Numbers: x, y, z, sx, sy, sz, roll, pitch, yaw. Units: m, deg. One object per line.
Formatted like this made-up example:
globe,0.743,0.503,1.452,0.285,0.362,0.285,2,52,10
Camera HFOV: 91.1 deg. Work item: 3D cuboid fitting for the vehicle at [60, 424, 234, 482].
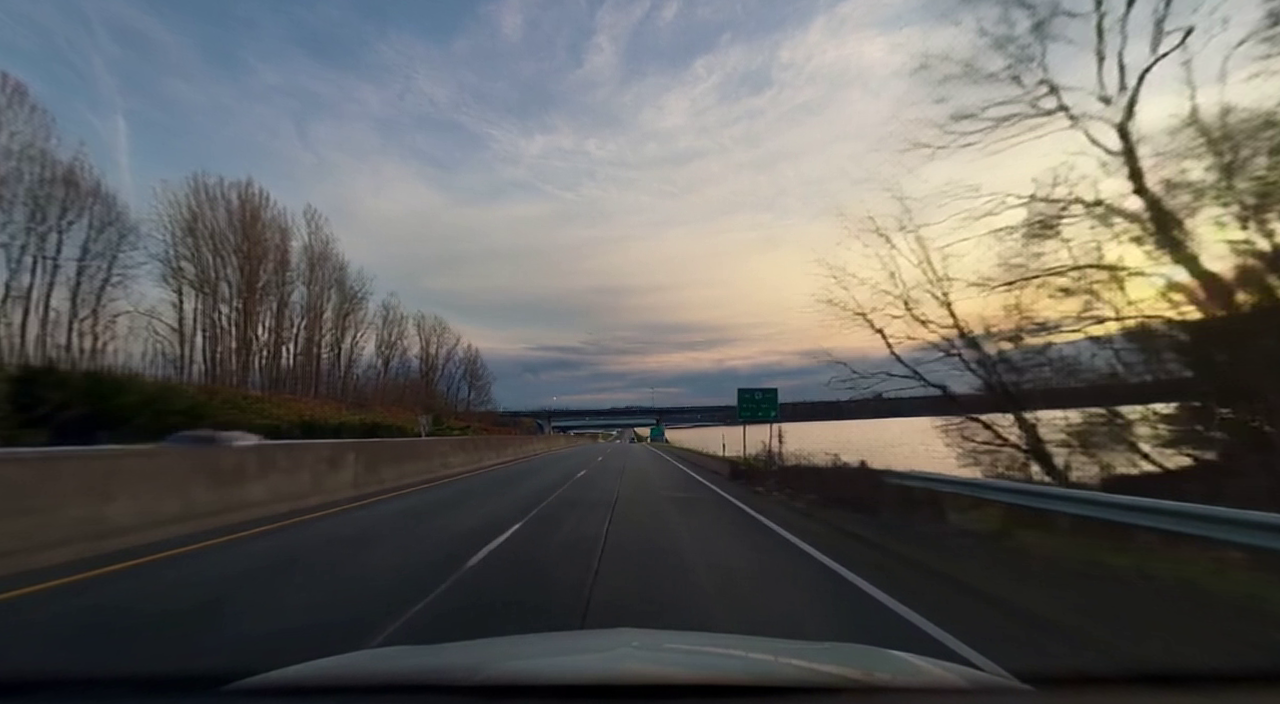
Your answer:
vehicle,-14.092,2.893,18.302,1.827,1.488,3.918,0,-8,1
